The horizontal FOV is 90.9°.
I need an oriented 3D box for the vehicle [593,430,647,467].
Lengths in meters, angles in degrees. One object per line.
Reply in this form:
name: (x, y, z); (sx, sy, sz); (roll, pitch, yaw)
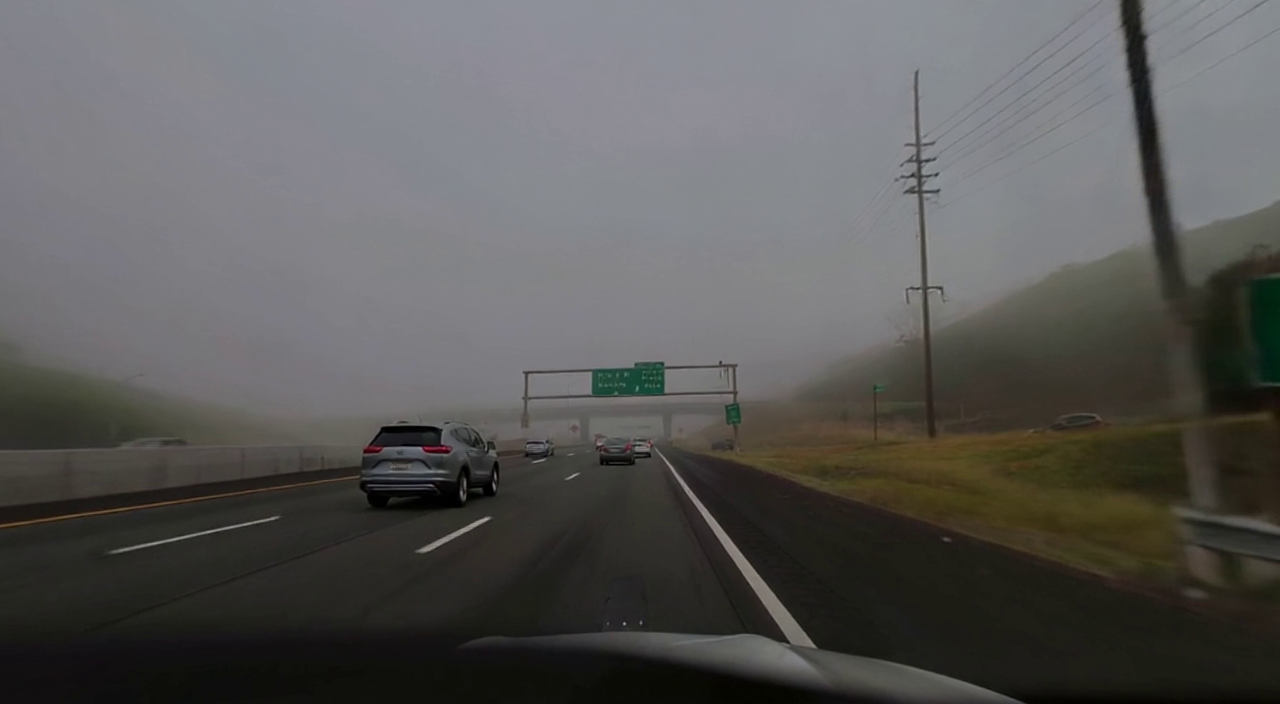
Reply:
vehicle: (-0.891, 4.638, 30.361); (2.193, 1.651, 3.946); (-1, -8, 4)

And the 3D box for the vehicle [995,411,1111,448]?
vehicle: (31.060, 5.923, 47.554); (6.876, 2.571, 2.571); (-7, -11, 39)

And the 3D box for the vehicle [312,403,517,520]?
vehicle: (-4.081, 2.109, 12.536); (2.228, 1.845, 4.847); (0, -8, 1)
